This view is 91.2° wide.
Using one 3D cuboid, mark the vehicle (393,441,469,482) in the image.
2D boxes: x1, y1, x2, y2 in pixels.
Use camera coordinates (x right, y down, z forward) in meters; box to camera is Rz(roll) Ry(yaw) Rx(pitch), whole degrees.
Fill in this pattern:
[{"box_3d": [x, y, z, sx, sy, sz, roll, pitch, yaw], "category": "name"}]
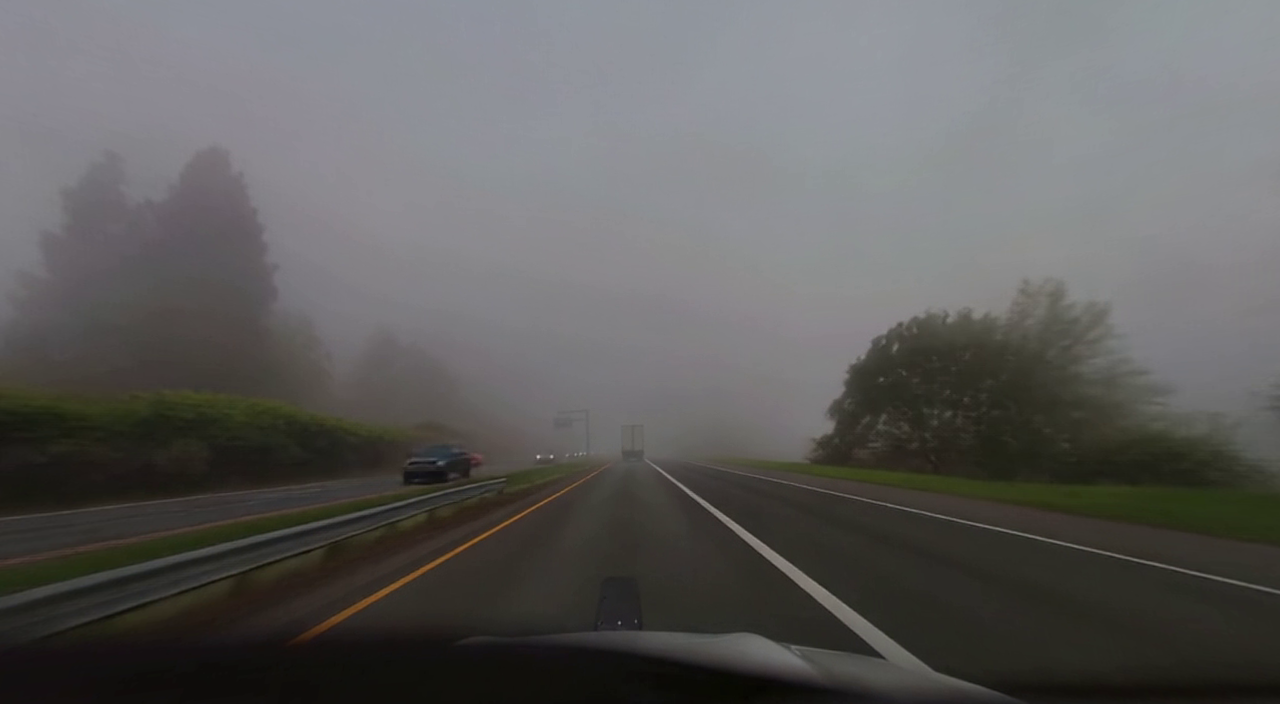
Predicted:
[{"box_3d": [-9.916, 5.215, 30.188, 2.060, 1.779, 4.631, 0, -9, 0], "category": "vehicle"}]
